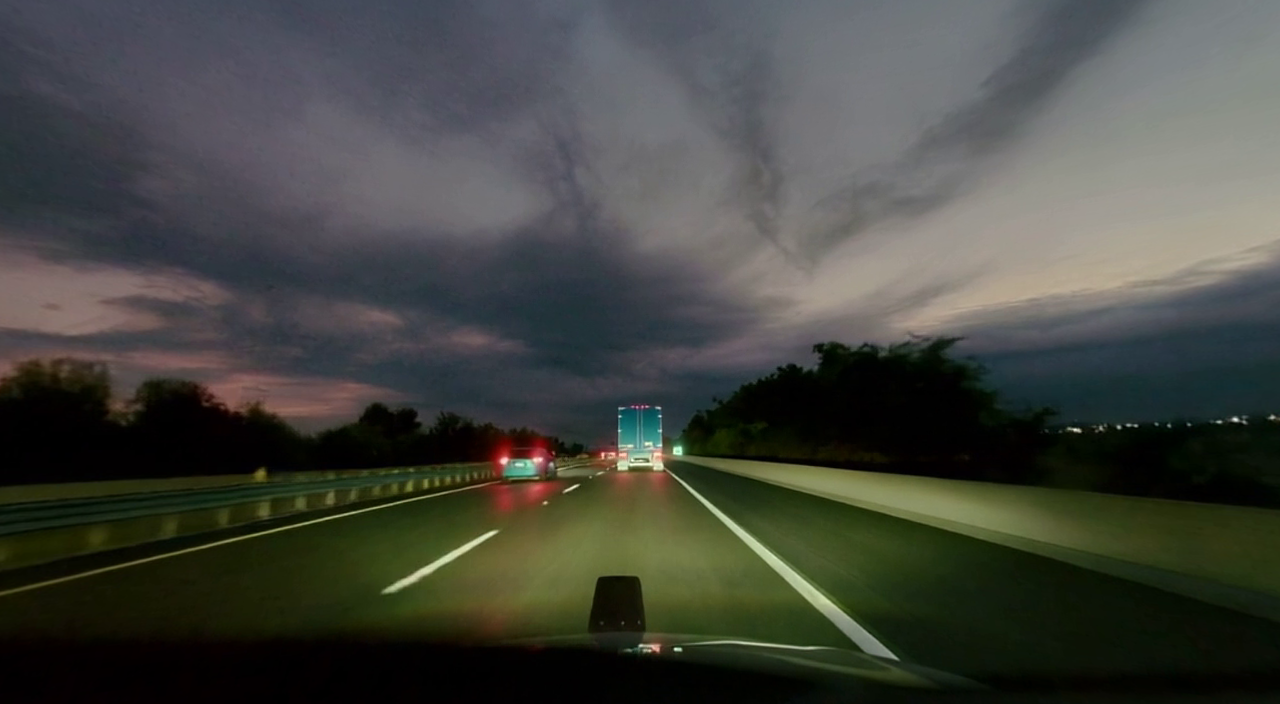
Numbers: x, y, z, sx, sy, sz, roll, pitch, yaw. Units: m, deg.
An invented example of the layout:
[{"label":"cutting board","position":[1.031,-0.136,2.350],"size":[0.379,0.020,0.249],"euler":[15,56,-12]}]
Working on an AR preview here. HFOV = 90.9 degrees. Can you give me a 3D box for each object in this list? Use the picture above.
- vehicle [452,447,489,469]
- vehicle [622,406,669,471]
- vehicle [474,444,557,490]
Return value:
[{"label":"vehicle","position":[-13.321,8.344,49.809],"size":[1.828,1.576,4.143],"euler":[0,-9,-1]},{"label":"vehicle","position":[0.387,6.092,44.001],"size":[2.899,3.966,10.053],"euler":[0,-9,1]},{"label":"vehicle","position":[-4.455,4.188,23.373],"size":[2.051,1.538,4.569],"euler":[0,-9,1]}]
